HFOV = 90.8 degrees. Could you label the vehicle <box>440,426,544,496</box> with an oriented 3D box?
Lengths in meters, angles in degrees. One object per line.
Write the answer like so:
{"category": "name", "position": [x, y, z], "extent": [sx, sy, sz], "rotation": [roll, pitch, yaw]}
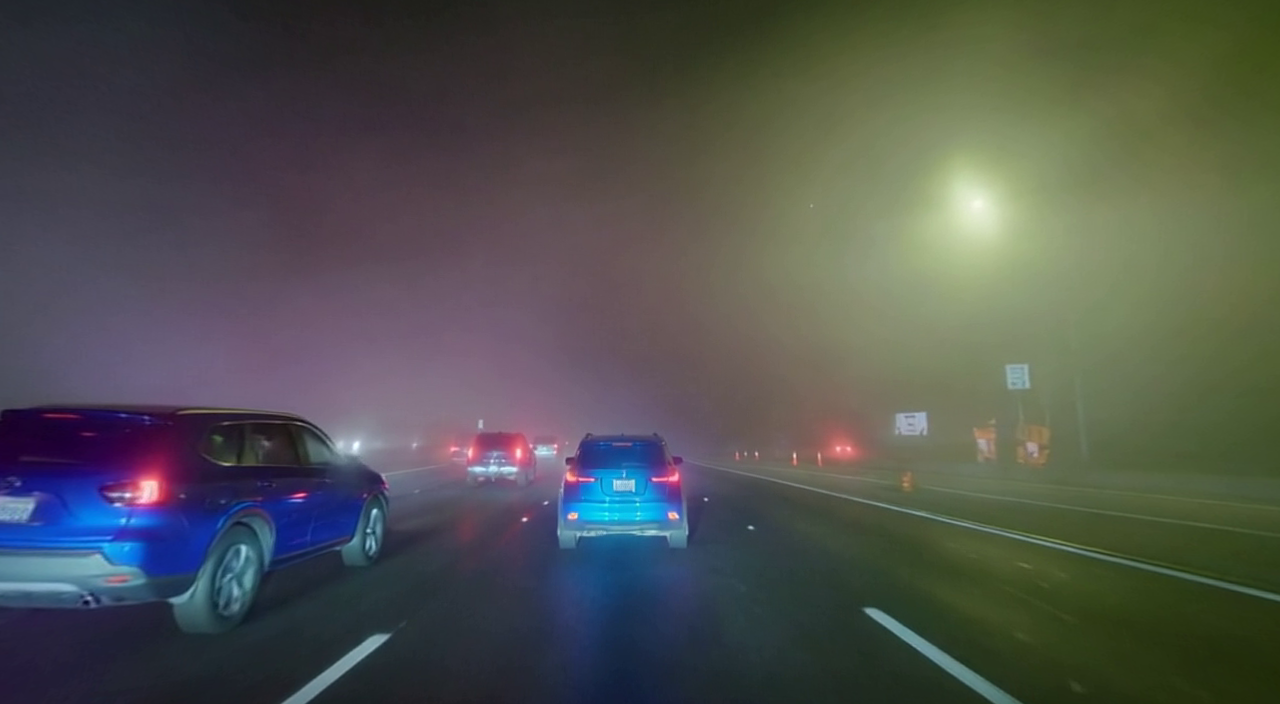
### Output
{"category": "vehicle", "position": [-3.990, 3.010, 17.805], "extent": [1.982, 1.727, 4.057], "rotation": [0, -9, -1]}

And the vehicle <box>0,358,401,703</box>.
{"category": "vehicle", "position": [-3.699, 1.177, 5.081], "extent": [2.025, 1.708, 4.089], "rotation": [0, -9, -2]}

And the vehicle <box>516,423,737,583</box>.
{"category": "vehicle", "position": [-0.196, 1.716, 8.006], "extent": [2.069, 1.484, 3.982], "rotation": [0, -8, -2]}
